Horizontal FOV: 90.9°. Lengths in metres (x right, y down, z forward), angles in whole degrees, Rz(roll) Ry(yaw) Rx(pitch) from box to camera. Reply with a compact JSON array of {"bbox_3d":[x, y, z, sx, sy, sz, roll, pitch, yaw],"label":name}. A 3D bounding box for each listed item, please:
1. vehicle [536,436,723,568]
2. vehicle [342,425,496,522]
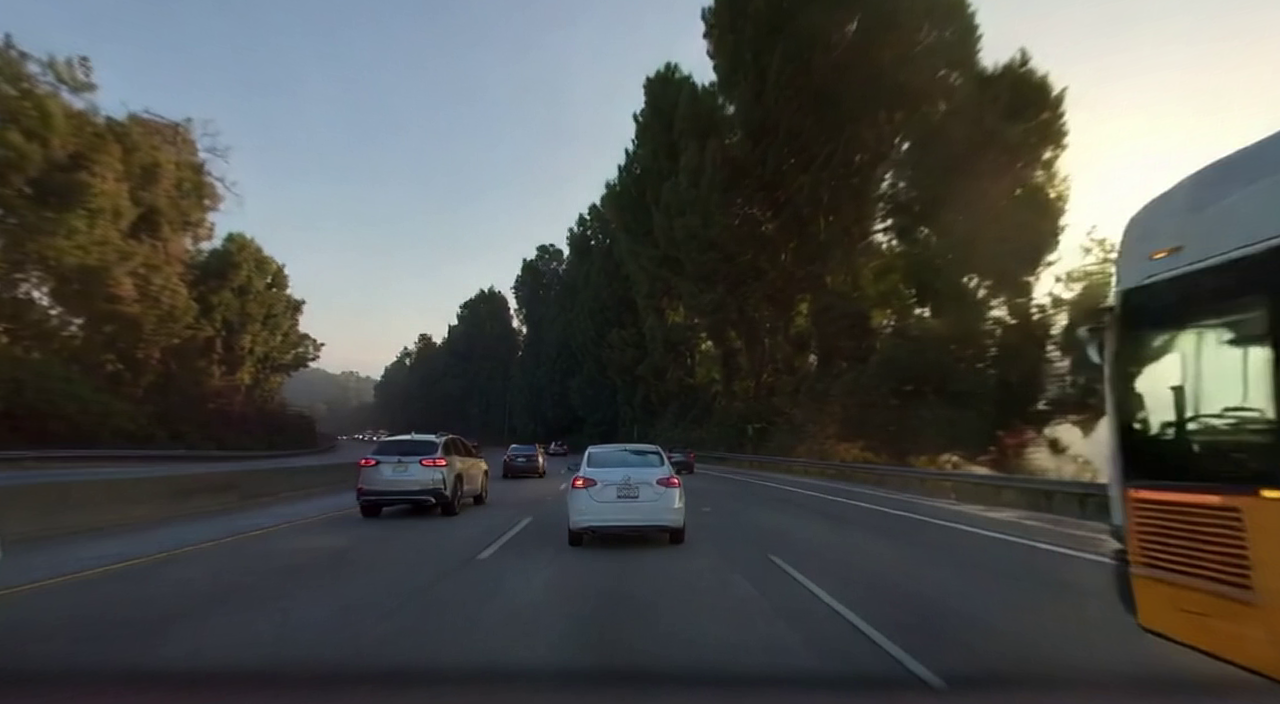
[{"bbox_3d":[-0.179,2.036,9.332,2.120,1.478,4.179,0,-9,-2],"label":"vehicle"},{"bbox_3d":[-4.399,2.481,13.307,1.830,1.703,4.142,0,-9,-1],"label":"vehicle"}]
